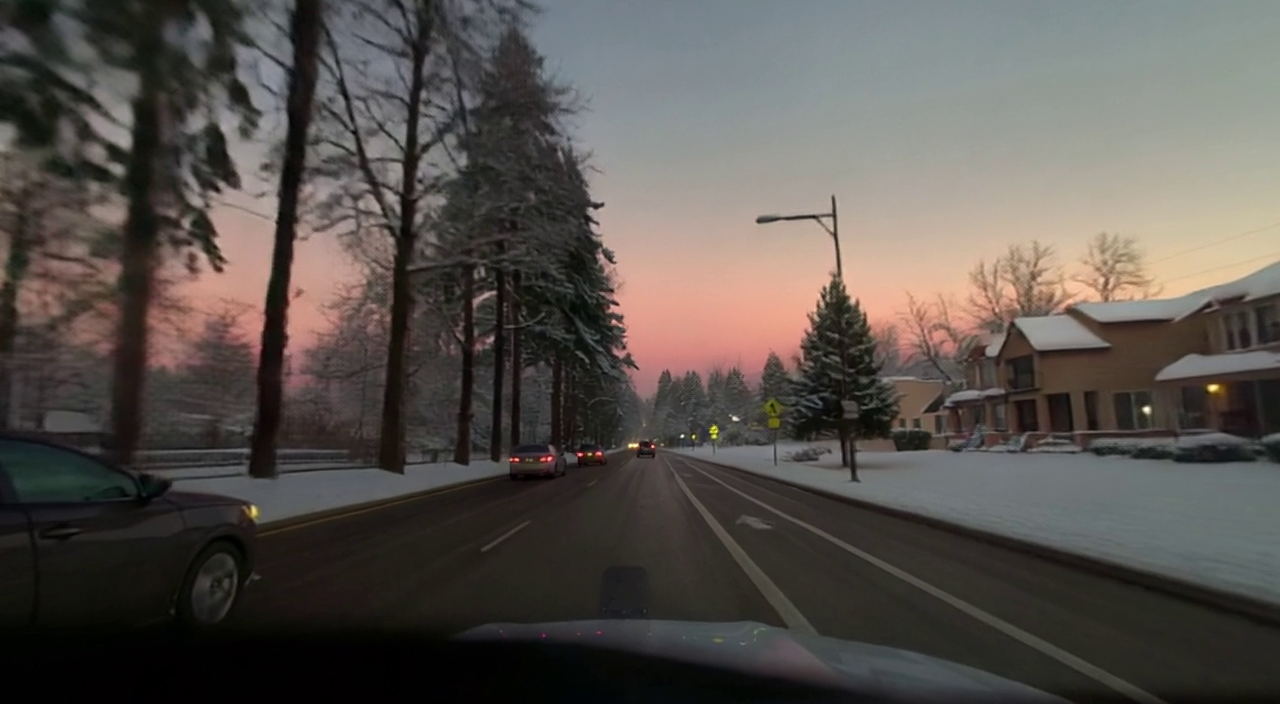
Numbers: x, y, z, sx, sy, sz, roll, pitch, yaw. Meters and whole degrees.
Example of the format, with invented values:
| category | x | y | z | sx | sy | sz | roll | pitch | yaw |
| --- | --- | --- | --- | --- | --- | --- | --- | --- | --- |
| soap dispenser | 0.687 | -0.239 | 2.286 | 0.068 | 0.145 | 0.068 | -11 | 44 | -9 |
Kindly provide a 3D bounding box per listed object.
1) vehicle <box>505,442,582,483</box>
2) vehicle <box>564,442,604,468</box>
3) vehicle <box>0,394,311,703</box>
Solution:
| category | x | y | z | sx | sy | sz | roll | pitch | yaw |
| --- | --- | --- | --- | --- | --- | --- | --- | --- | --- |
| vehicle | -3.733 | 4.371 | 25.289 | 2.188 | 1.473 | 4.651 | 0 | -8 | 2 |
| vehicle | -3.553 | 6.609 | 40.584 | 2.110 | 1.529 | 4.743 | 0 | -8 | 1 |
| vehicle | -4.061 | 0.997 | 3.078 | 2.190 | 1.545 | 4.943 | 0 | -8 | 1 |
